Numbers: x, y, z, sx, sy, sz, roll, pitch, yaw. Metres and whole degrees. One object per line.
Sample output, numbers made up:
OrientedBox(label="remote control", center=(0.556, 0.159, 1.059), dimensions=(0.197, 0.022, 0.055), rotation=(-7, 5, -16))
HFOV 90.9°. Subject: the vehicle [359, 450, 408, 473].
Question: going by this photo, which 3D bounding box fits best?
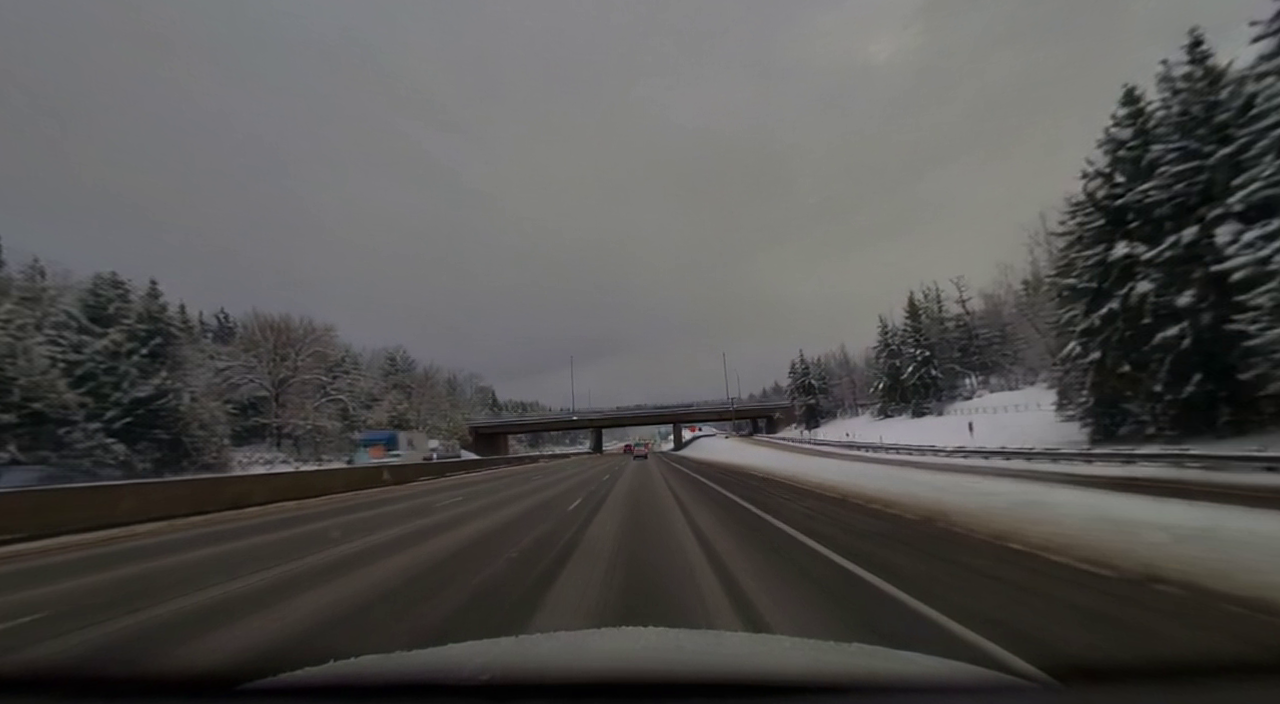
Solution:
OrientedBox(label="vehicle", center=(-19.903, 8.481, 49.113), dimensions=(2.001, 1.657, 4.120), rotation=(0, -9, 1))
